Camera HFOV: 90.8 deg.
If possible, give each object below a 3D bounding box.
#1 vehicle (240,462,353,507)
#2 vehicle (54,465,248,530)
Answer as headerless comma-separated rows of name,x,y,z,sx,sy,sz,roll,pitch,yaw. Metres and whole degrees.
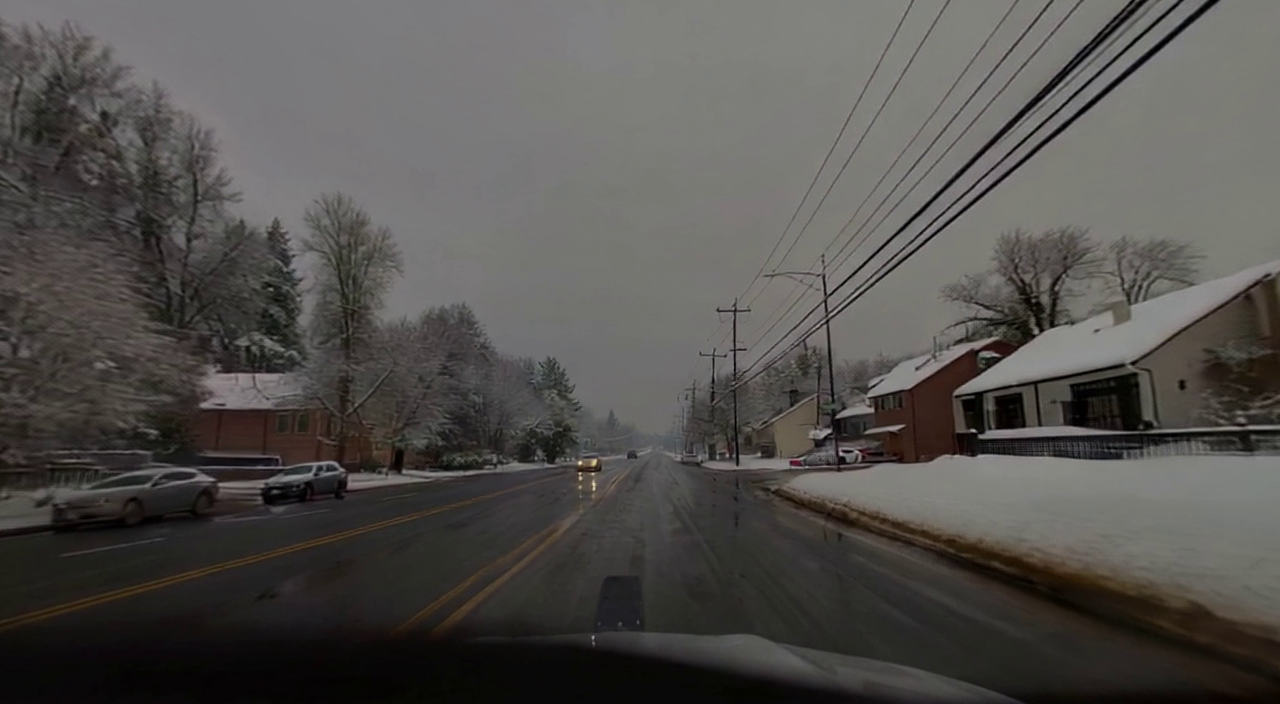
vehicle,-13.437,5.196,25.072,1.863,1.481,4.363,-3,-9,3
vehicle,-13.675,4.043,18.085,1.936,1.489,4.311,-1,-9,3
